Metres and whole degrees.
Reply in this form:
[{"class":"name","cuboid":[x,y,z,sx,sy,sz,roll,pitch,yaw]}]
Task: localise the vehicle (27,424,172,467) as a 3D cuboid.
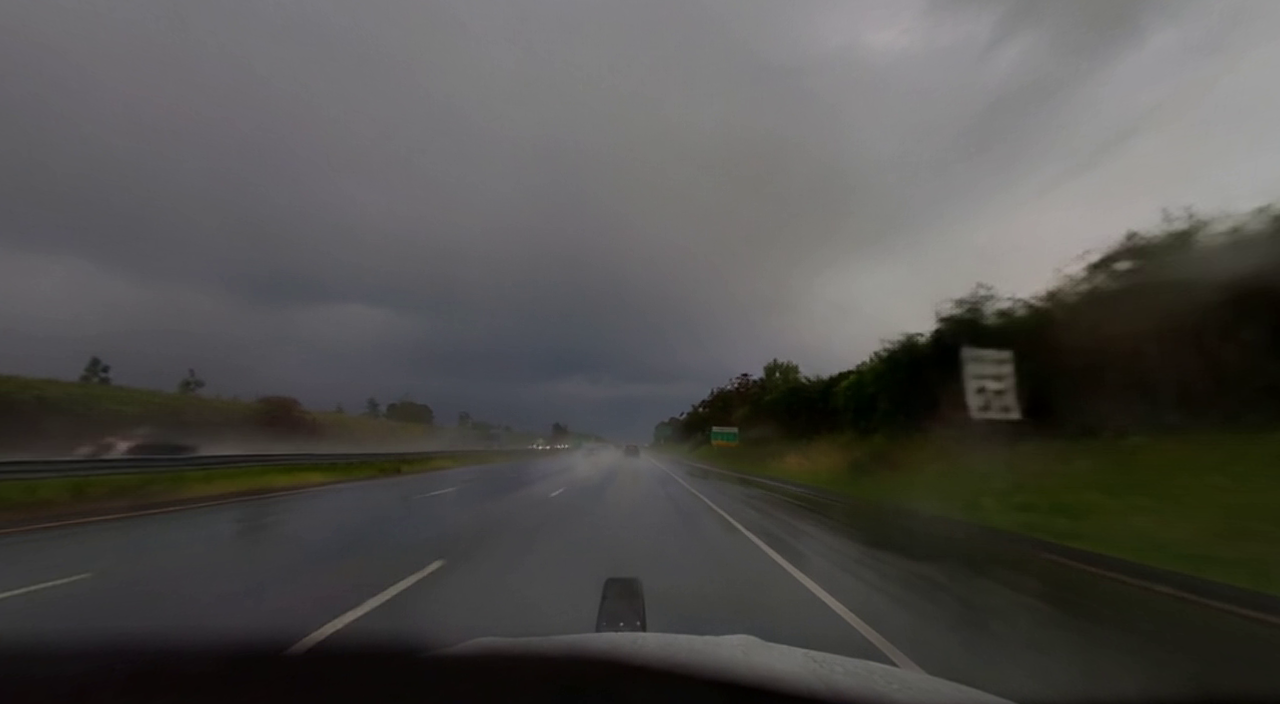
[{"class":"vehicle","cuboid":[-20.055,3.519,23.691,1.817,1.464,4.143,0,-9,-1]}]
